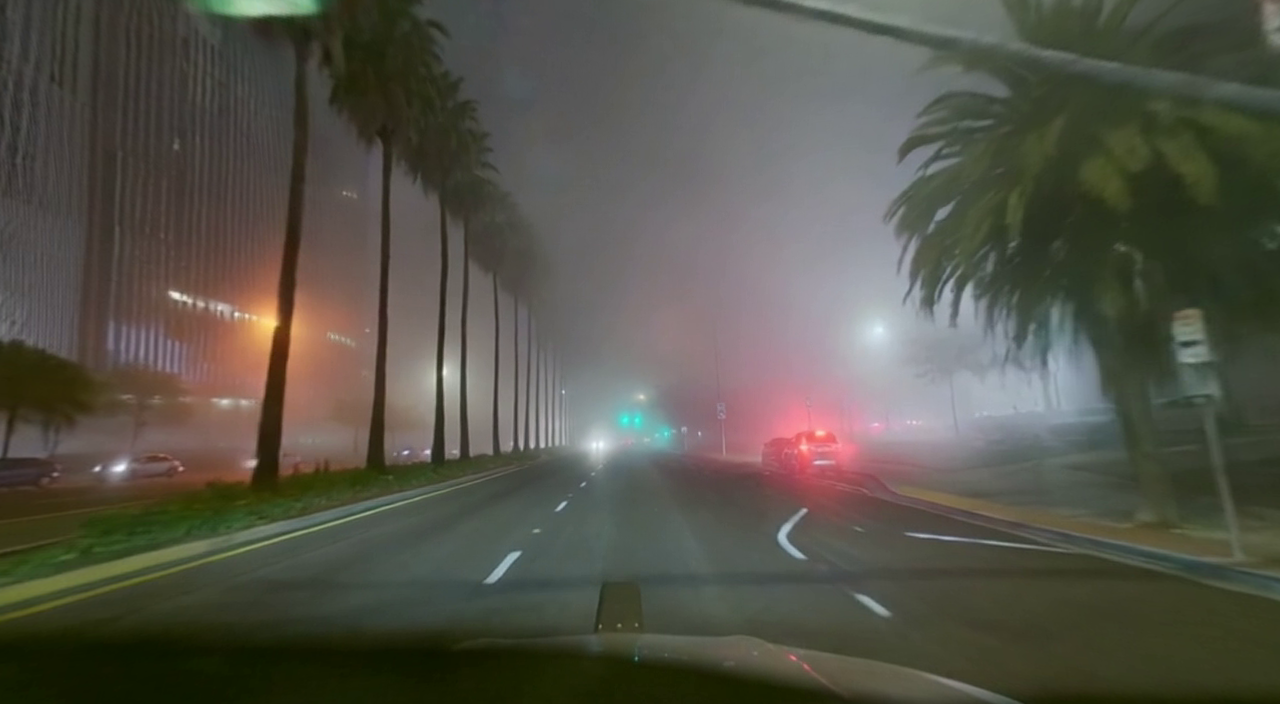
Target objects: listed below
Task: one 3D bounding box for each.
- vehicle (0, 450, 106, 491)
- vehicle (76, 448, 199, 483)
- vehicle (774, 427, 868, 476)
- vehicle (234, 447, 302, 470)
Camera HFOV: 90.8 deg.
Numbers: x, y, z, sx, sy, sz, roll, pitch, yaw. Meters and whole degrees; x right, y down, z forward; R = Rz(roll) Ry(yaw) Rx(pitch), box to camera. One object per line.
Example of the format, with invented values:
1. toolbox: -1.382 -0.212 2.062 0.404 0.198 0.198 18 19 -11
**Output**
1. vehicle: -24.315 4.694 25.307 1.792 1.461 4.569 0 -8 0
2. vehicle: -24.417 5.498 30.978 1.905 1.496 4.960 -1 -8 1
3. vehicle: 6.987 3.903 24.930 2.225 1.727 4.418 0 -8 -2
4. vehicle: -24.575 7.026 41.952 1.801 1.444 4.640 0 -8 -2
